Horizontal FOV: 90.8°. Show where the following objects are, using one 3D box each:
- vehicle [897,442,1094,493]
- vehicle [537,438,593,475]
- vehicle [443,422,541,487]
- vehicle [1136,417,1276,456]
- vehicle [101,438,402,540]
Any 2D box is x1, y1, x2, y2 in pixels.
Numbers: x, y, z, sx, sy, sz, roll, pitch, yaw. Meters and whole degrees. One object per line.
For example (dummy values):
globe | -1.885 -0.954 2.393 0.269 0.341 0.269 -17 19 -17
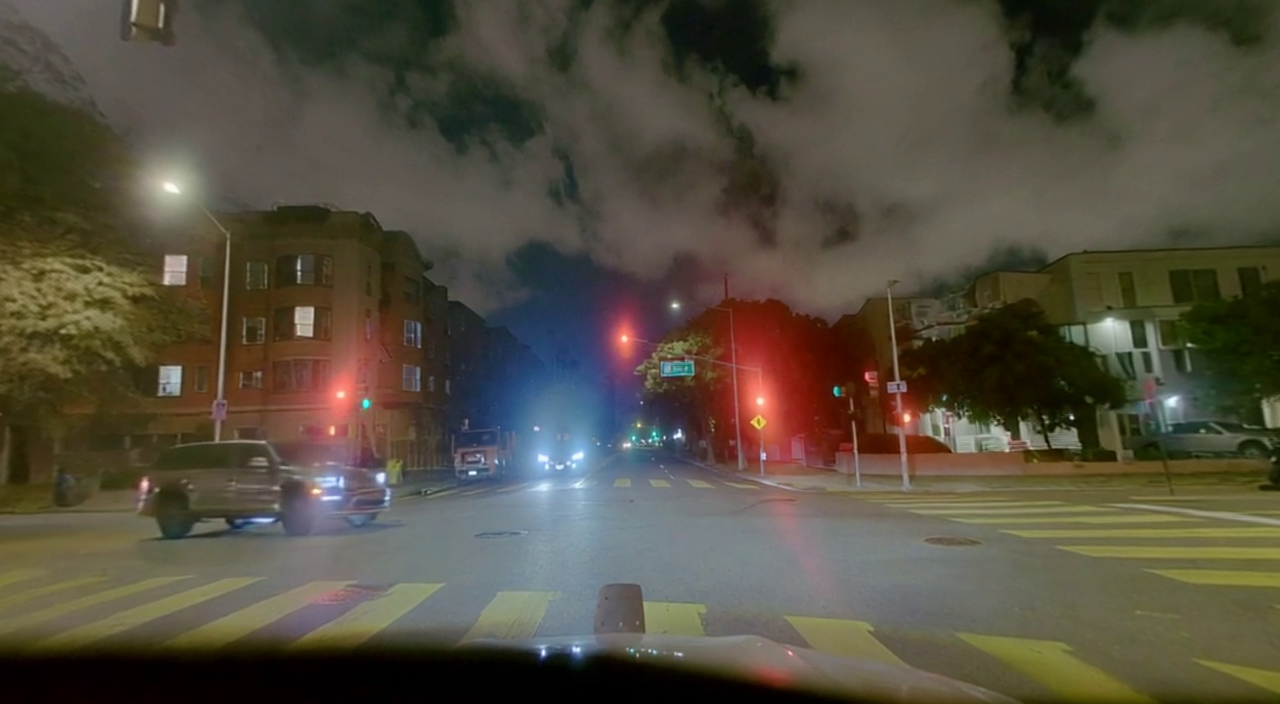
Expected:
vehicle | 11.152 3.641 20.236 5.158 1.470 2.012 -4 -10 26
vehicle | -3.688 5.233 31.900 2.302 1.708 4.764 0 -9 0
vehicle | -6.499 4.657 28.999 2.896 2.560 7.322 0 -9 -1
vehicle | 33.268 5.004 37.291 5.969 2.225 2.458 0 -9 -4
vehicle | -7.148 2.514 11.981 4.390 1.700 2.048 -1 -9 5
